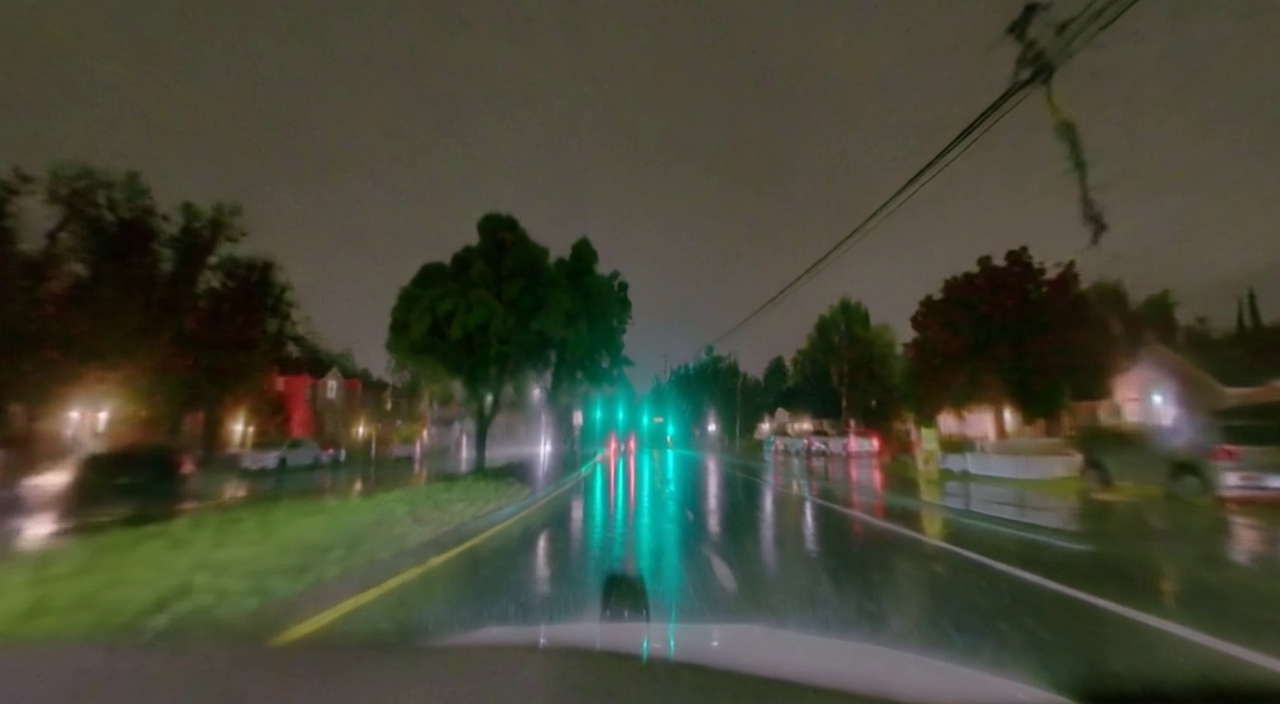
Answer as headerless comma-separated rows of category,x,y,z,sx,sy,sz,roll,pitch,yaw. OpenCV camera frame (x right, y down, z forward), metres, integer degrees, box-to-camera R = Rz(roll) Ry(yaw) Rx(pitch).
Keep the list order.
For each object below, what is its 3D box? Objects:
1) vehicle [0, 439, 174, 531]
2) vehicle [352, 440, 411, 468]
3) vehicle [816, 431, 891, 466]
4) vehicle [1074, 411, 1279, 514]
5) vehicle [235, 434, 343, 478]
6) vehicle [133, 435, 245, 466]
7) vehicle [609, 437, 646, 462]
vehicle,-10.971,2.287,11.258,1.910,1.431,4.426,0,-8,0
vehicle,-15.420,6.075,37.804,1.884,1.540,3.927,0,-8,0
vehicle,11.386,5.201,34.102,2.147,1.767,5.125,0,-8,-1
vehicle,11.594,2.166,12.822,2.156,1.689,4.774,0,-8,1
vehicle,-15.177,4.501,27.622,2.042,1.748,4.584,0,-8,0
vehicle,-23.361,5.113,32.780,4.184,1.528,1.990,0,-8,-3
vehicle,-0.805,5.987,38.886,2.113,1.462,4.203,0,-8,-2
